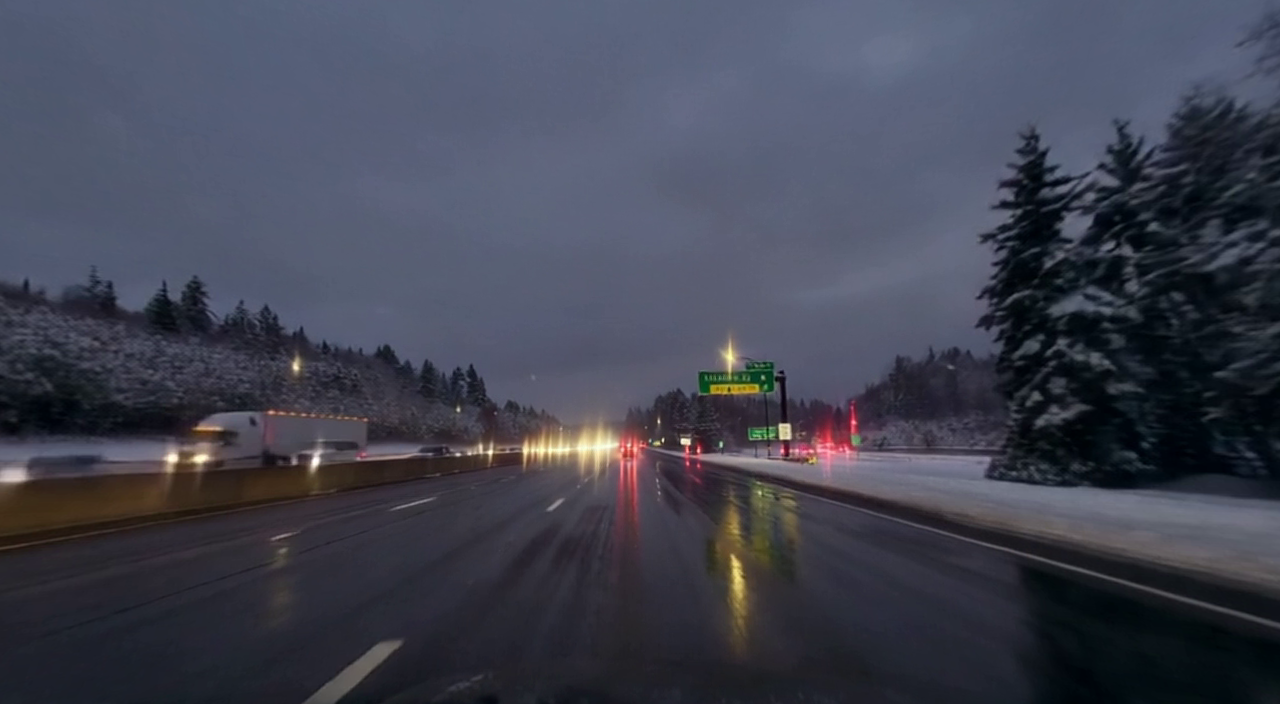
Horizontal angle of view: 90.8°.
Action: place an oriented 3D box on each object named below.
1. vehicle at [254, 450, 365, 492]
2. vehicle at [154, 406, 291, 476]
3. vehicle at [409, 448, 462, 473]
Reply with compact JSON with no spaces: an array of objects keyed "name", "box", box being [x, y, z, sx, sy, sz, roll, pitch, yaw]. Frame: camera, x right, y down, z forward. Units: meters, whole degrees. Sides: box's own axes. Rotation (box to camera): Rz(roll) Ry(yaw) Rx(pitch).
[{"name":"vehicle","box":[-12.898,4.628,24.995,1.985,1.447,4.438,0,-9,0]},{"name":"vehicle","box":[-26.706,5.820,41.133,3.106,4.036,8.331,0,-9,0]},{"name":"vehicle","box":[-13.163,6.973,40.916,1.908,1.467,4.603,0,-9,0]}]
